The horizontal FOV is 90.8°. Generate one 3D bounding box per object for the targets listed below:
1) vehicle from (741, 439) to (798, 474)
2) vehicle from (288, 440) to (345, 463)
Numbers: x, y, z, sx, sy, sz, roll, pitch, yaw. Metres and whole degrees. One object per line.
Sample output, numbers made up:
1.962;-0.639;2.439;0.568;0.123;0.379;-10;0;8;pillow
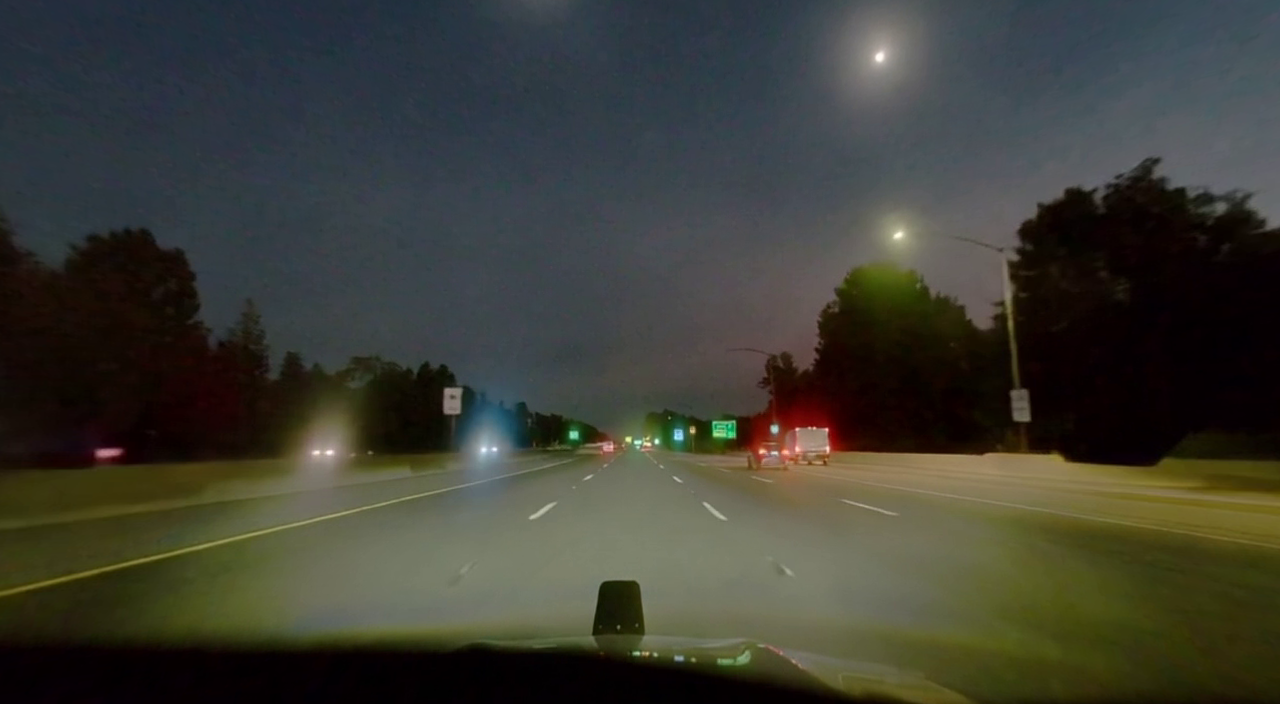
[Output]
6.789;5.533;33.519;2.081;1.705;3.926;0;-9;-1;vehicle
-25.248;7.823;49.541;1.928;1.692;4.781;0;-9;0;vehicle
